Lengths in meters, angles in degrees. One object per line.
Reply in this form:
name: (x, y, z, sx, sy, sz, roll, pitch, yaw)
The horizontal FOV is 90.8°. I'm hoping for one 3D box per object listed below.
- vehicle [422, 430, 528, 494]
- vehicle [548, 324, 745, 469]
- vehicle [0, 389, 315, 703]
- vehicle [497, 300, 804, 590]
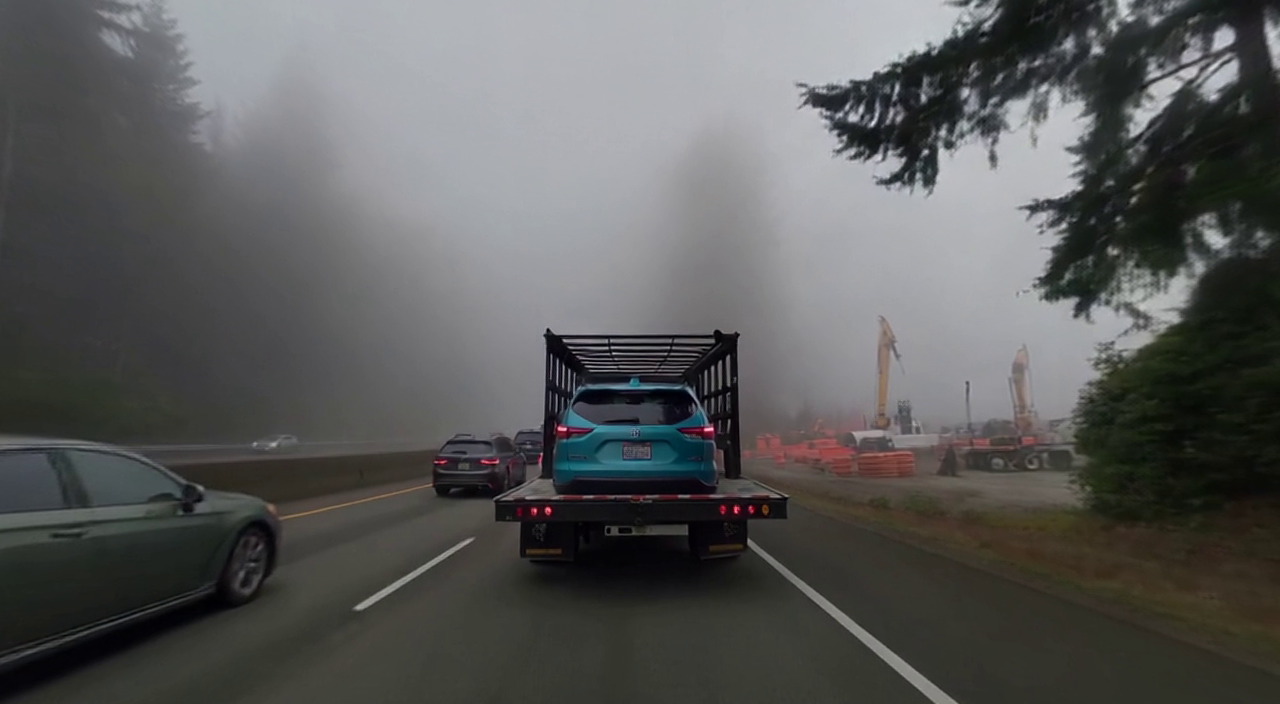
vehicle: (-4.746, 3.237, 18.940, 2.057, 1.665, 4.572, 0, -9, -2)
vehicle: (-0.023, 0.829, 9.325, 2.156, 1.604, 4.680, 0, -9, -2)
vehicle: (-3.842, 0.942, 2.831, 2.155, 1.513, 4.964, 0, -9, 0)
vehicle: (-0.165, 1.582, 10.947, 2.735, 2.597, 10.435, 1, -9, -3)
